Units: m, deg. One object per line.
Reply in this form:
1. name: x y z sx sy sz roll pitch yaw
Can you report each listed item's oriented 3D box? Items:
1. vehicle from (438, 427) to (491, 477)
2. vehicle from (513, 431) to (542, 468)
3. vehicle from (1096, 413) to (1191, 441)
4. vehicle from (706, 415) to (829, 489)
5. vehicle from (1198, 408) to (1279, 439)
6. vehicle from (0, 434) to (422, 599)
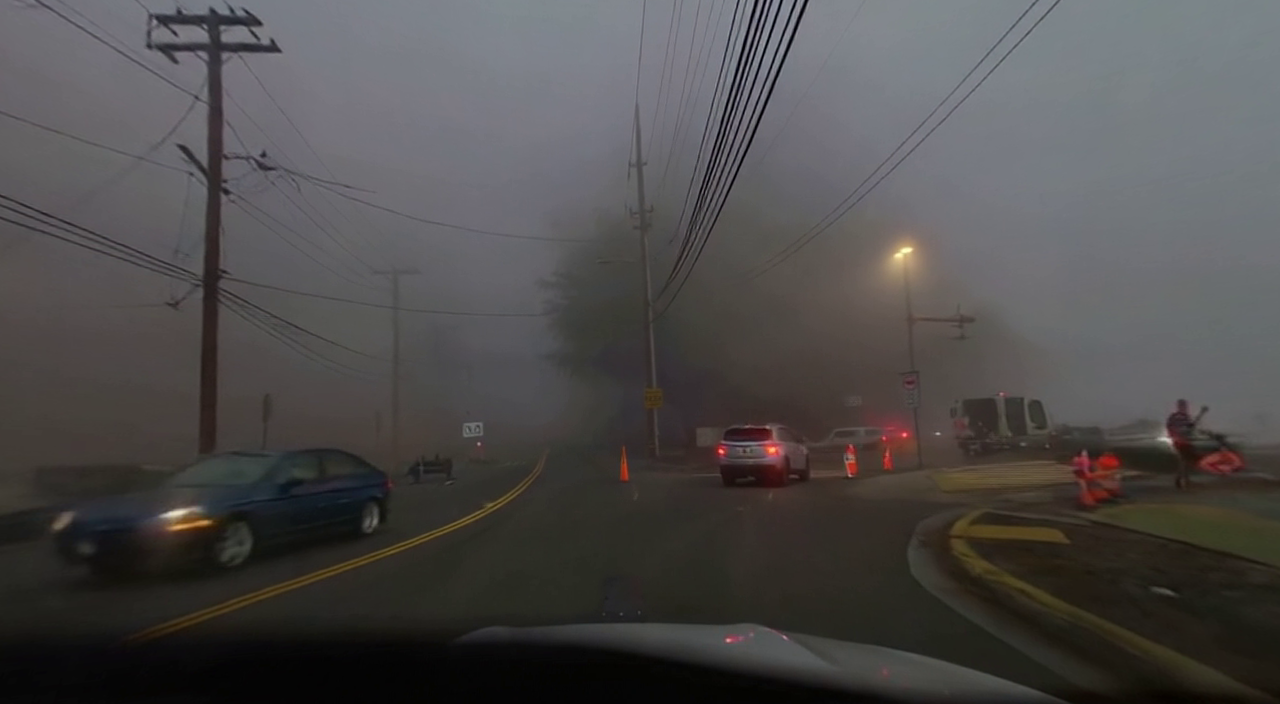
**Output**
1. vehicle: -10.357 5.903 37.497 2.185 2.644 3.306 -5 -8 -4
2. vehicle: -8.617 7.481 48.575 1.959 2.654 4.078 1 -8 -7
3. vehicle: 33.337 5.039 41.929 1.937 1.688 4.382 5 -10 -35
4. vehicle: 3.969 2.951 18.862 2.256 1.859 5.118 -4 -9 27
5. vehicle: 36.409 4.249 37.377 1.922 1.704 4.550 5 -10 -32
6. vehicle: -4.982 1.905 8.423 2.103 1.526 4.743 -1 -8 5
